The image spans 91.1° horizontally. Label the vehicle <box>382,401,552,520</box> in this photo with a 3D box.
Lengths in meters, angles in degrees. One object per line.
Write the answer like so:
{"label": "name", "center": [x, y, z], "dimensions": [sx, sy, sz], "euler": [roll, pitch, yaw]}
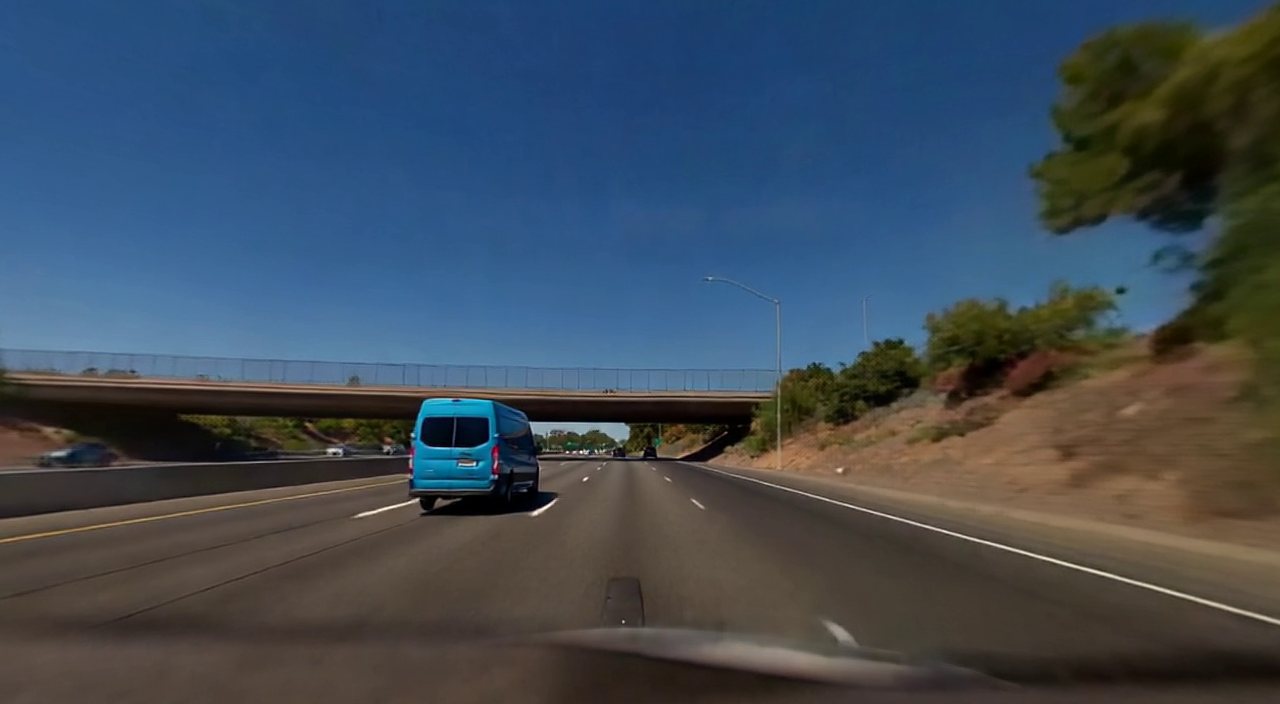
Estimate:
{"label": "vehicle", "center": [-3.679, 2.480, 14.717], "dimensions": [2.372, 2.248, 5.393], "euler": [0, -9, 1]}
